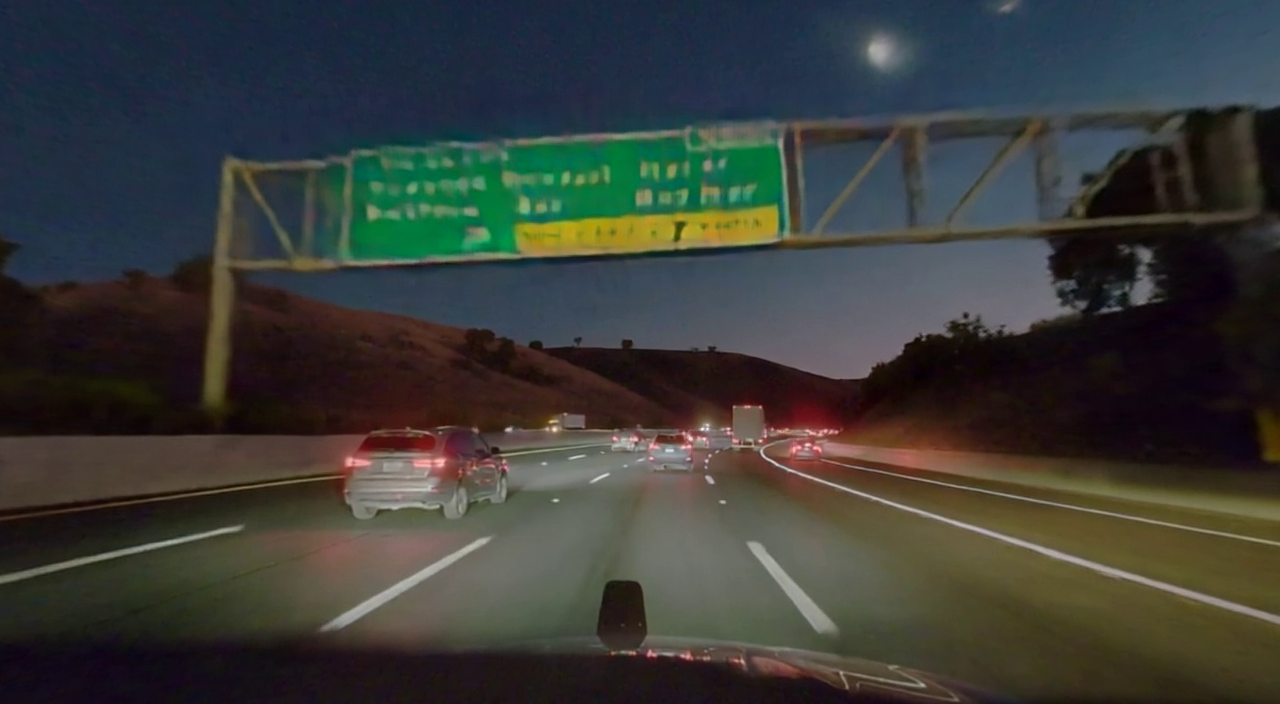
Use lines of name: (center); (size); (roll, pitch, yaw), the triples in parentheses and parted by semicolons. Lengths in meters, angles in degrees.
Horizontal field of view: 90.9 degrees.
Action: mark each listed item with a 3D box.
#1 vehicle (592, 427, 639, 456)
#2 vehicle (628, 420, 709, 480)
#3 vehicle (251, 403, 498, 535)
vehicle: (-1.456, 5.573, 39.289); (2.194, 1.702, 4.305); (-1, -8, 7)
vehicle: (1.006, 3.320, 21.588); (2.484, 1.820, 4.497); (-1, -8, 4)
vehicle: (-3.964, 1.836, 10.475); (2.077, 1.712, 4.406); (0, -8, 1)
